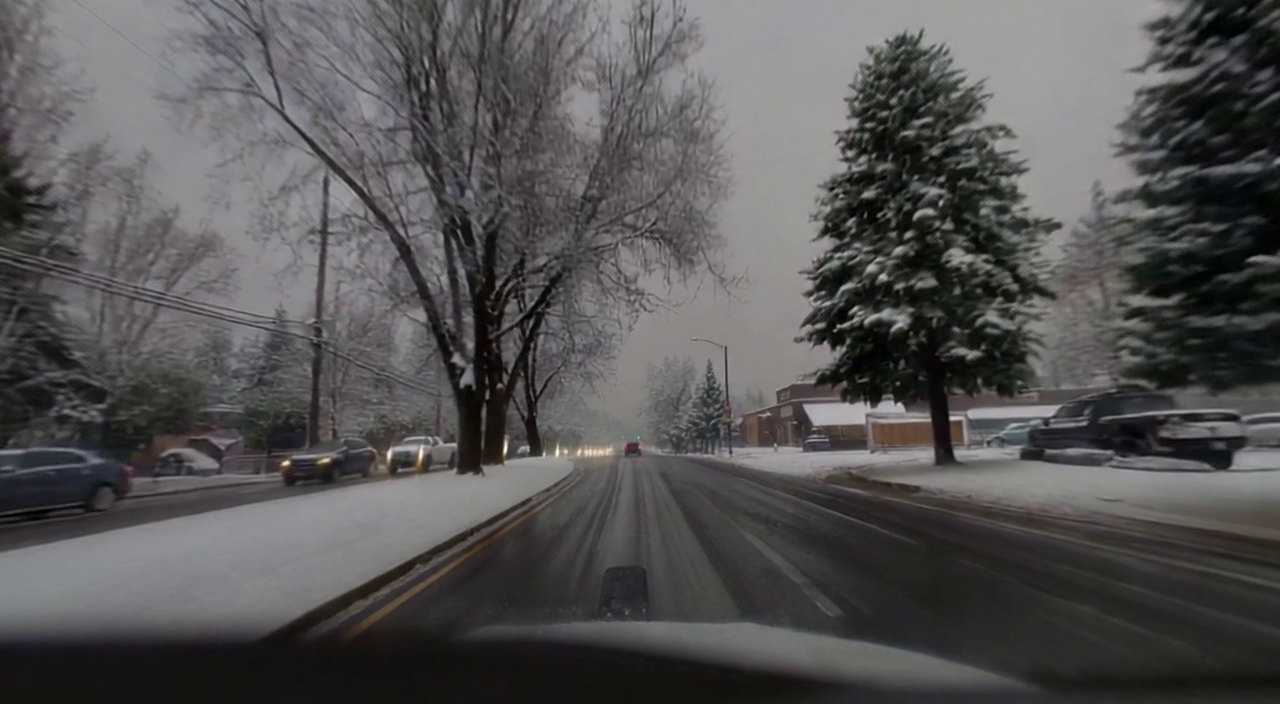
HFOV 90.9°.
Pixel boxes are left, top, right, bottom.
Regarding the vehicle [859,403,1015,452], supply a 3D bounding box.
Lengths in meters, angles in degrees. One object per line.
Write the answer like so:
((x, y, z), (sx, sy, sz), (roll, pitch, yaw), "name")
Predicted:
((18.960, 4.923, 40.619), (8.462, 3.012, 2.906), (0, -8, -1), "vehicle")

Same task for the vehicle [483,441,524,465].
((-10.632, 7.948, 49.553), (2.189, 1.747, 4.651), (0, -9, 0), "vehicle")

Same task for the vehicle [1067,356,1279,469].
((17.711, 2.242, 21.125), (2.920, 2.995, 8.704), (-3, -9, 16), "vehicle")

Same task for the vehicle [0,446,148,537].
((-11.717, 2.499, 11.602), (1.931, 1.493, 4.308), (0, -9, -2), "vehicle")

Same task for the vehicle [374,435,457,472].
((-11.925, 5.460, 34.039), (2.471, 1.783, 5.903), (0, -8, -2), "vehicle")

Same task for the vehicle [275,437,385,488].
((-10.318, 3.687, 21.329), (1.778, 1.517, 3.923), (0, -8, -1), "vehicle")

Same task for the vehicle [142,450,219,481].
((-24.603, 6.040, 33.925), (1.863, 1.519, 4.451), (2, -9, -16), "vehicle")
